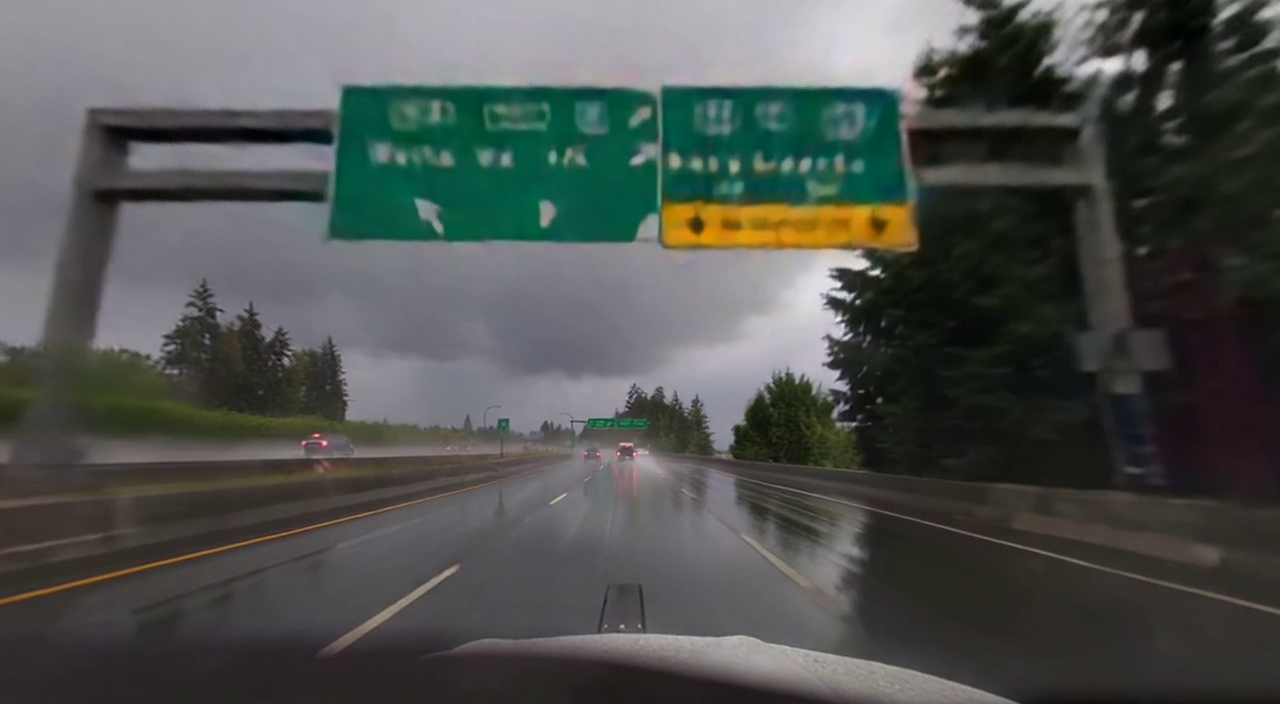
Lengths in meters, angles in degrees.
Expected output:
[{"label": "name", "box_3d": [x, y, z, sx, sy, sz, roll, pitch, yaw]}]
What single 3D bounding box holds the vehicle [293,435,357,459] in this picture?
[{"label": "vehicle", "box_3d": [-19.653, 5.969, 39.536, 1.901, 1.465, 4.173, 0, -9, -1]}]
